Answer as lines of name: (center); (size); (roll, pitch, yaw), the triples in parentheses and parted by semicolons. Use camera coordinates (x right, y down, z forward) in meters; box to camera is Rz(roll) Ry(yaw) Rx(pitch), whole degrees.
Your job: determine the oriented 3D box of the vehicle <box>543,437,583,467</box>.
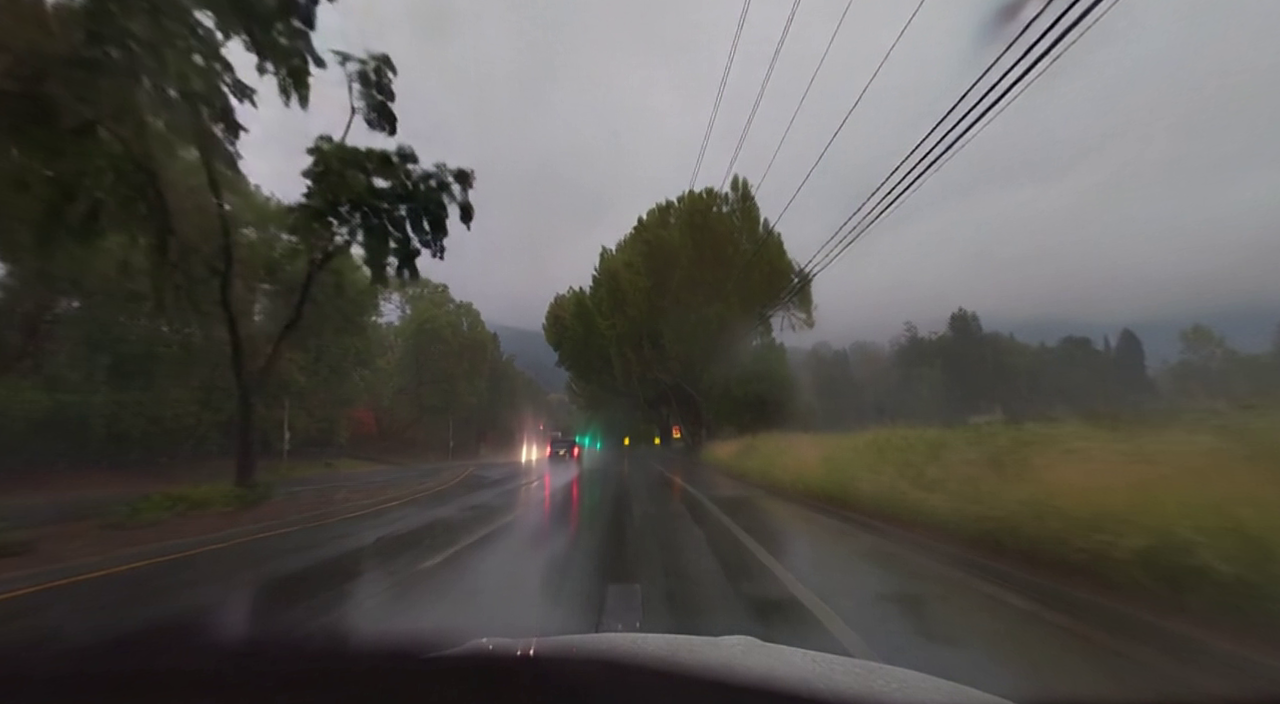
vehicle: (-5.143, 6.800, 43.125); (2.246, 1.885, 5.275); (0, -8, -2)
